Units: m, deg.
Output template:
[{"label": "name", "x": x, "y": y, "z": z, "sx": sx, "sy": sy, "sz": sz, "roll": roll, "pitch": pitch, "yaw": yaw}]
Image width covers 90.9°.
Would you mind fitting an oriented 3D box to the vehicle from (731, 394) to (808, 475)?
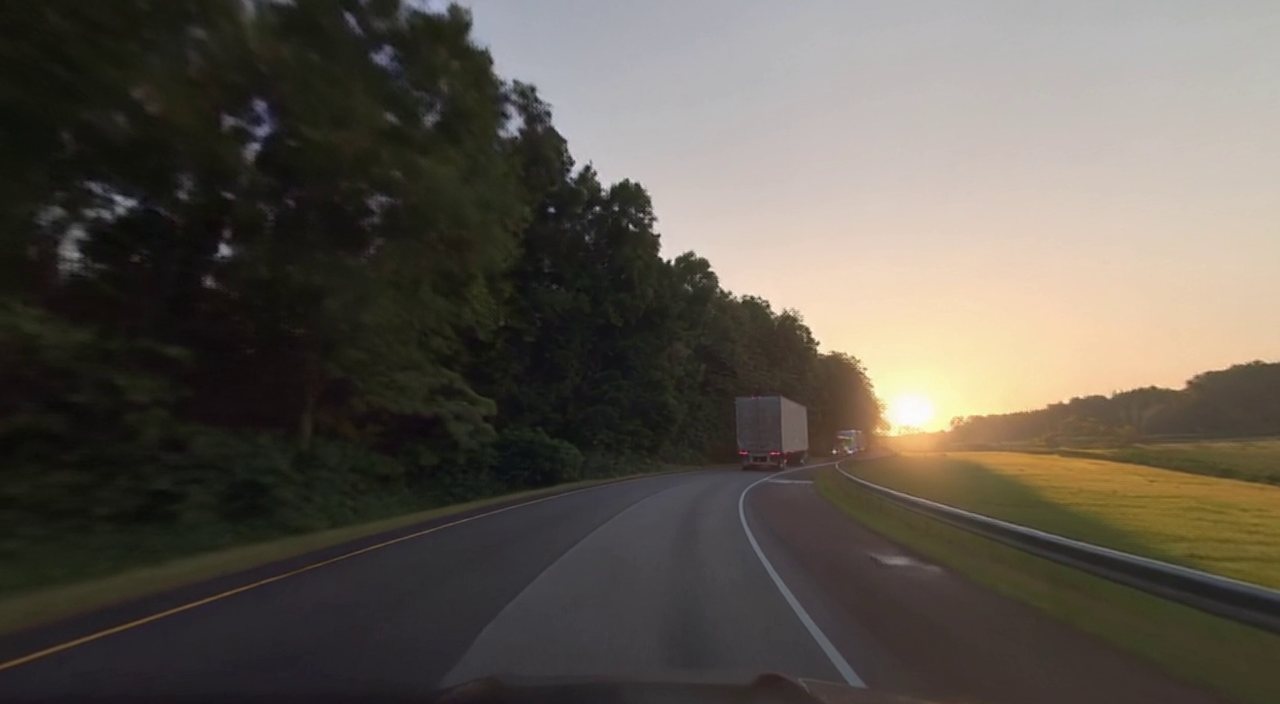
[{"label": "vehicle", "x": 8.496, "y": 5.322, "z": 39.661, "sx": 3.087, "sy": 4.178, "sz": 13.682, "roll": -3, "pitch": -9, "yaw": 18}]
